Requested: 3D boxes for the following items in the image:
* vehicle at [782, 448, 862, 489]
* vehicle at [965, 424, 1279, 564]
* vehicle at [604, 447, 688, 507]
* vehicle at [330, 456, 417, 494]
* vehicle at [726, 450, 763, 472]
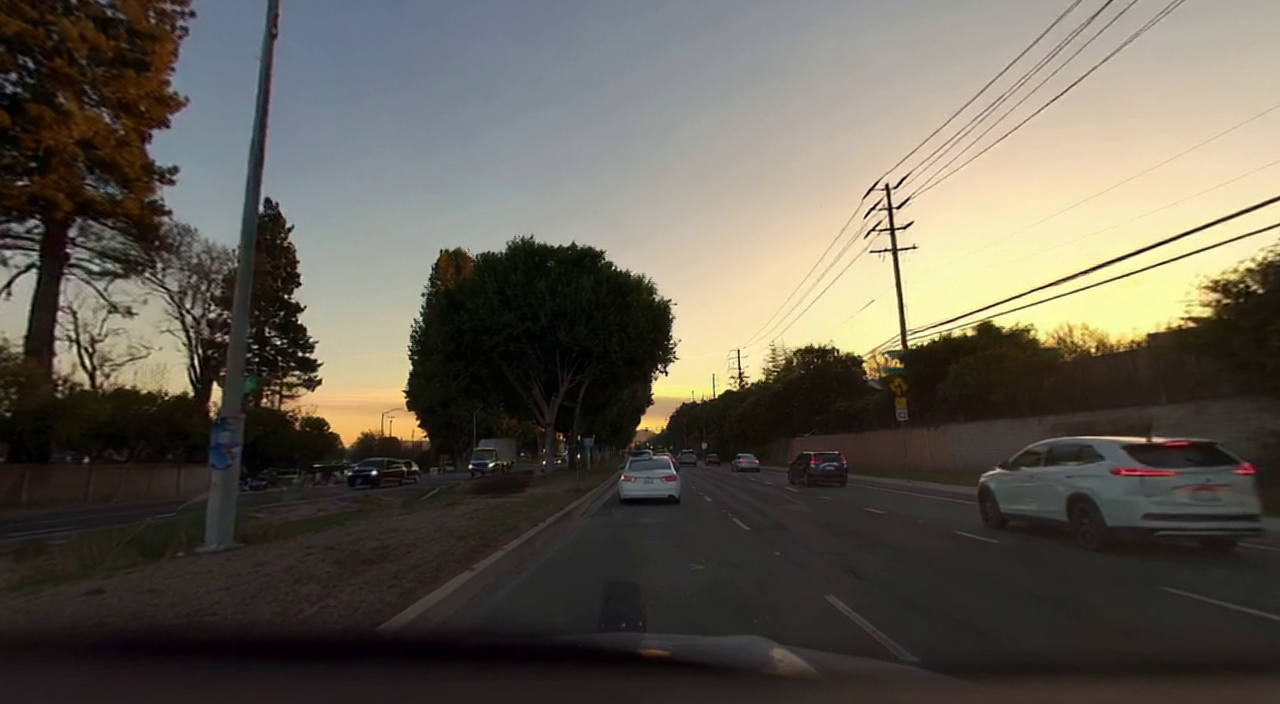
[{"bbox_3d":[7.274,4.654,25.674,1.850,1.480,4.474,0,-8,-1],"label":"vehicle"},{"bbox_3d":[7.292,2.028,9.837,1.983,1.649,4.557,0,-8,0],"label":"vehicle"},{"bbox_3d":[0.157,3.435,17.823,2.108,1.479,3.935,0,-8,0],"label":"vehicle"},{"bbox_3d":[-12.097,5.591,29.026,1.942,1.481,4.621,0,-8,0],"label":"vehicle"},{"bbox_3d":[7.753,8.136,47.290,1.899,1.458,4.499,0,-8,-1],"label":"vehicle"}]
